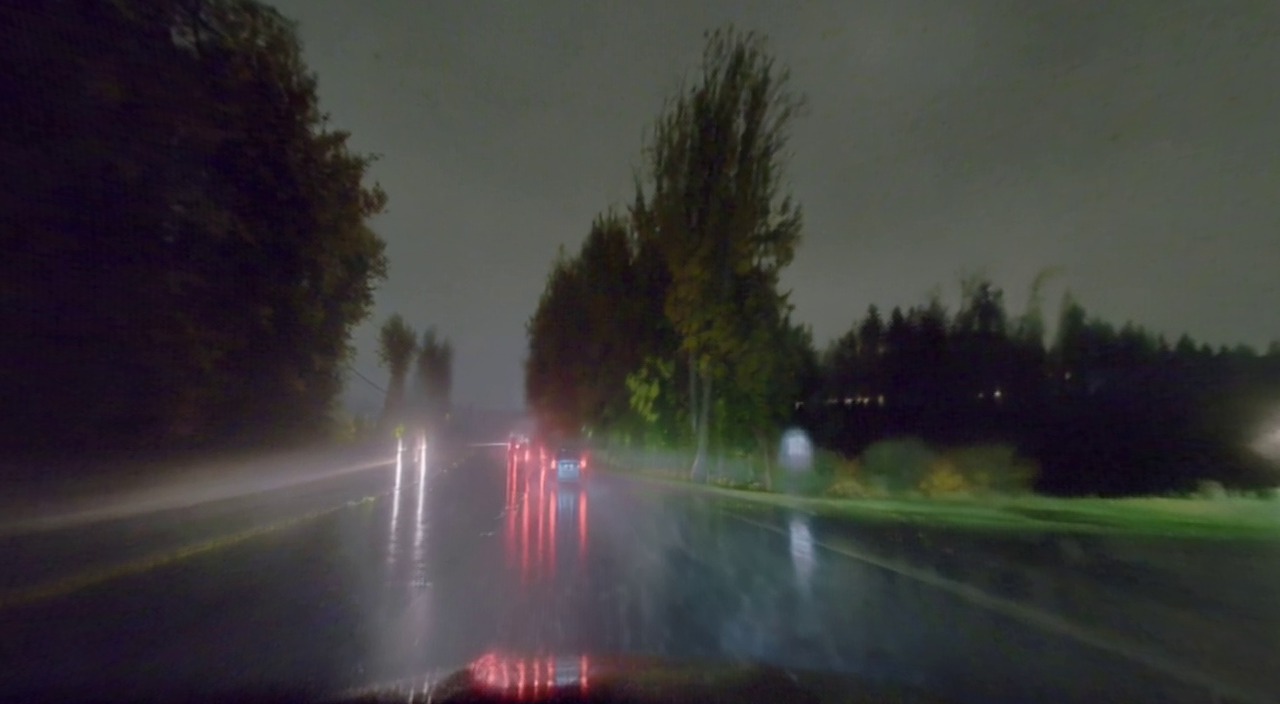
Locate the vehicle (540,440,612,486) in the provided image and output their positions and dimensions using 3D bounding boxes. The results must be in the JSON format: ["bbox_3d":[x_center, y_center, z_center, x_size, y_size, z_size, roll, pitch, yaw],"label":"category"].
[{"bbox_3d":[-2.439,4.014,23.165,2.296,1.510,4.068,2,-9,-10],"label":"vehicle"}]

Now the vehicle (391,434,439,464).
[{"bbox_3d":[-12.607,5.456,35.489,1.894,1.621,3.900,1,-9,-10],"label":"vehicle"}]
